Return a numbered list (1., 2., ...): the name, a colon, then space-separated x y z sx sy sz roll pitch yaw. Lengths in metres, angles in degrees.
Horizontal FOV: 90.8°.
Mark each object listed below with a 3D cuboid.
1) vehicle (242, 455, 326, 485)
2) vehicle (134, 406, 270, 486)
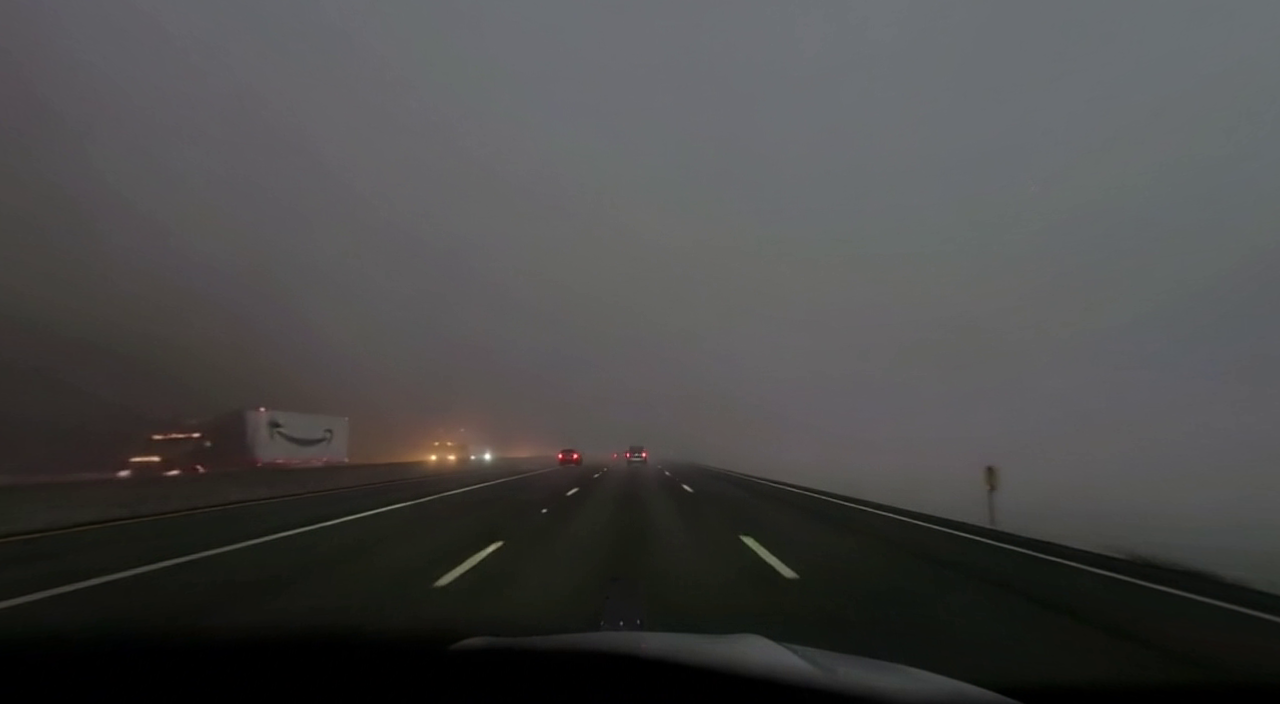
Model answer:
1. vehicle: -18.916 6.264 33.799 1.868 1.422 4.676 0 -9 -1
2. vehicle: -23.300 5.075 34.047 2.973 3.895 5.902 0 -9 -1
